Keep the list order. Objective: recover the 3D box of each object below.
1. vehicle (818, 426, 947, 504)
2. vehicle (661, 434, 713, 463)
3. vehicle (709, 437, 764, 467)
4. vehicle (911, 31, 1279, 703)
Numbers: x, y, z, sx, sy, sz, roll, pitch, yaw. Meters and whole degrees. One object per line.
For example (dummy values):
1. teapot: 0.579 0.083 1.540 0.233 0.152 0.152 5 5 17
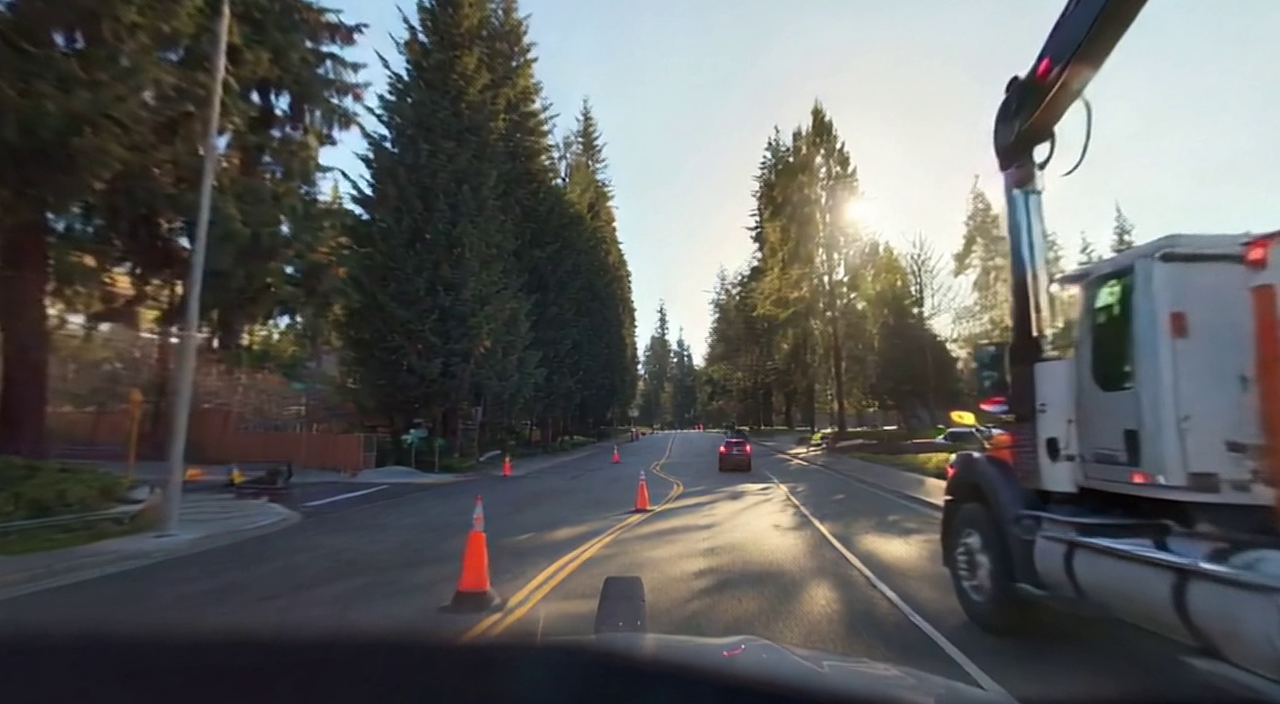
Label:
1. vehicle: 6.211 2.921 16.723 2.030 1.774 3.884 0 -8 4
2. vehicle: 3.126 6.633 43.358 1.997 1.853 4.654 3 -9 -17
3. vehicle: 5.334 5.603 35.478 1.716 1.583 3.770 2 -9 -13
4. vehicle: 3.528 0.309 1.839 3.098 2.601 6.758 -1 -6 6
